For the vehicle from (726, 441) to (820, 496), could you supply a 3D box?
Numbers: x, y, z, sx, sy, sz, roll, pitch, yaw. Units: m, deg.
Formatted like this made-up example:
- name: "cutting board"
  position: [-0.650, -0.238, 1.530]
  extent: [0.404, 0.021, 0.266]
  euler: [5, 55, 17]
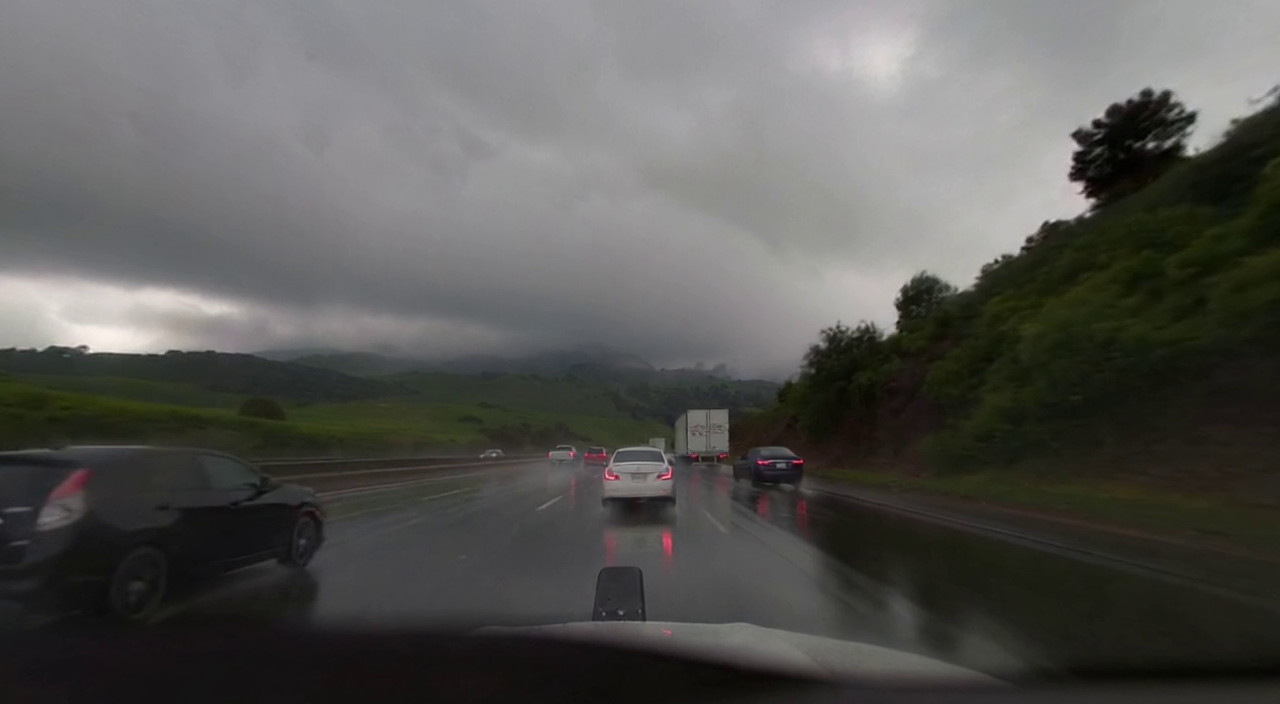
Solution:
- name: "vehicle"
  position: [4.203, 3.759, 20.751]
  extent: [2.029, 1.579, 4.484]
  euler: [0, -9, -1]

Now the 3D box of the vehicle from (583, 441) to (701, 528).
- name: "vehicle"
  position: [0.040, 2.584, 12.743]
  extent: [2.041, 1.484, 3.535]
  euler: [0, -9, 0]

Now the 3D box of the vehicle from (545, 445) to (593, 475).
- name: "vehicle"
  position: [-4.078, 6.282, 36.844]
  extent: [2.211, 1.669, 4.224]
  euler: [0, -9, 2]

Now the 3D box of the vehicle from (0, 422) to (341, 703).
- name: "vehicle"
  position: [-4.270, 1.389, 5.003]
  extent: [1.848, 1.486, 3.832]
  euler: [0, -9, 1]

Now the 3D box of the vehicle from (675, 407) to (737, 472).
- name: "vehicle"
  position: [4.619, 6.805, 47.938]
  extent: [3.194, 4.038, 16.301]
  euler: [0, -9, 1]
